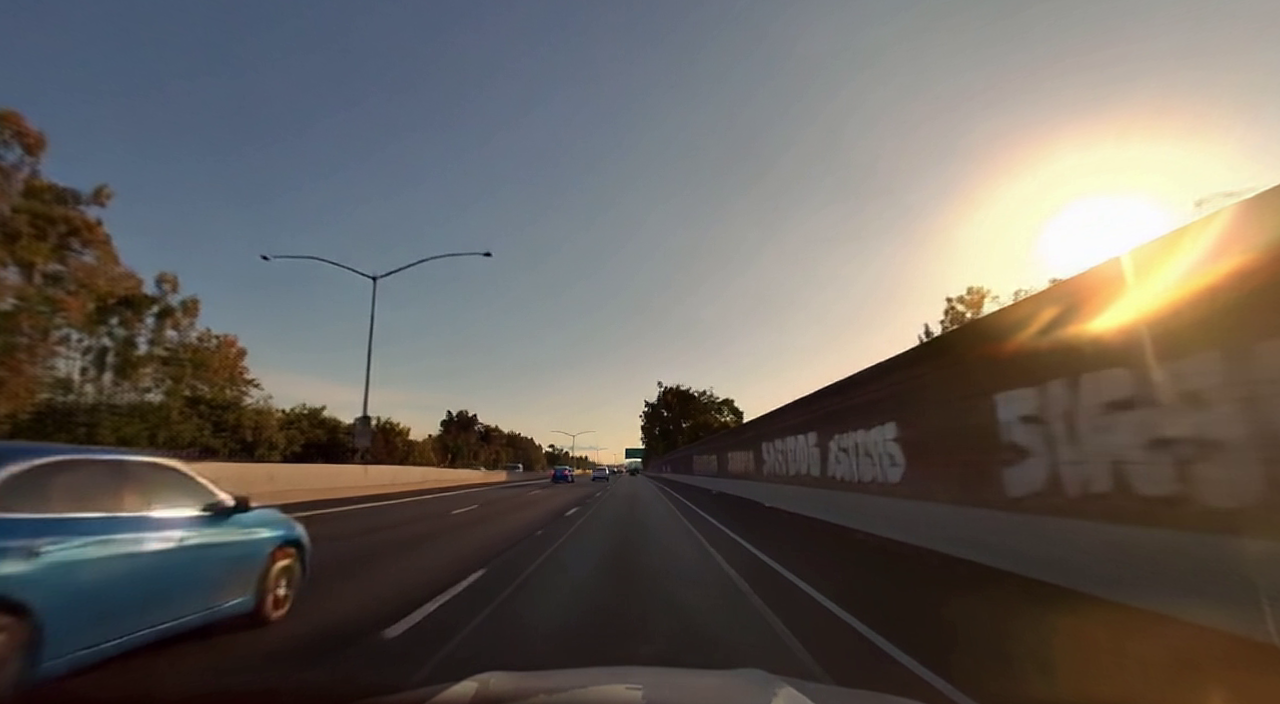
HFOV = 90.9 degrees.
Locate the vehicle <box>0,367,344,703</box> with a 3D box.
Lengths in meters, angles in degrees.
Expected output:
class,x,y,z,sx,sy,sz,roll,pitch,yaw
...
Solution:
class,x,y,z,sx,sy,sz,roll,pitch,yaw
vehicle,-3.916,1.075,3.644,2.173,1.696,4.462,1,-10,0
